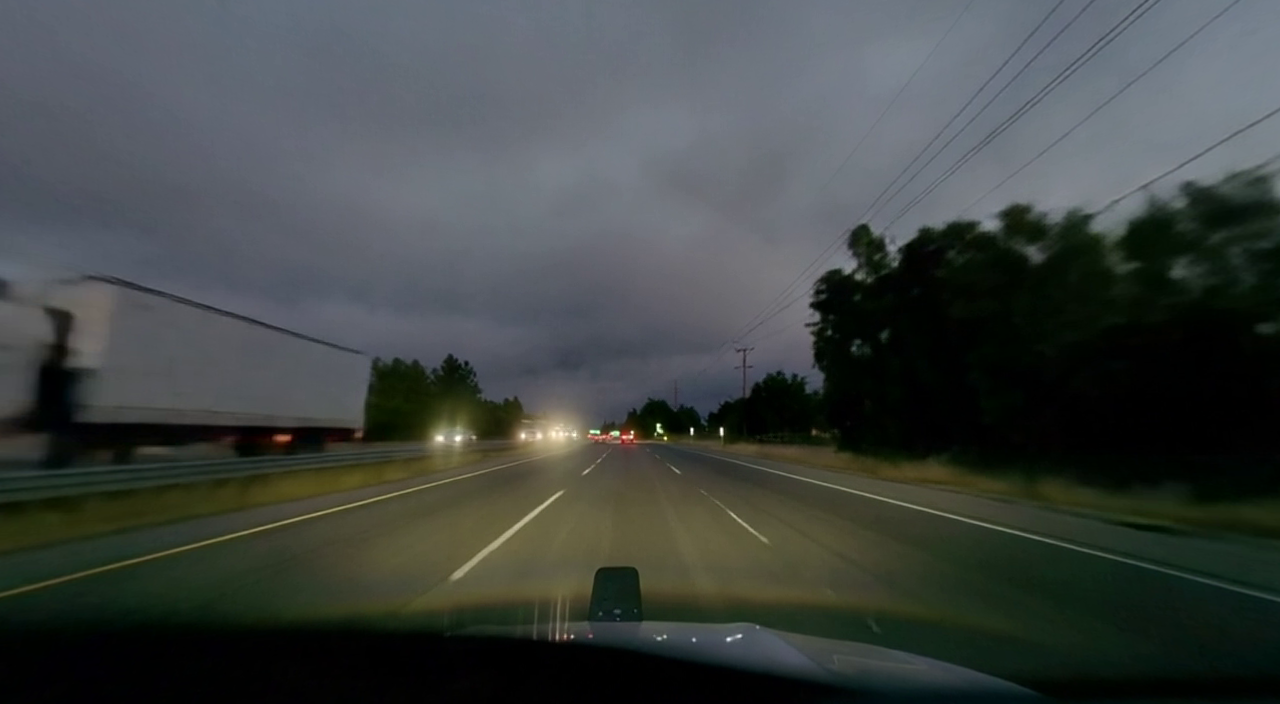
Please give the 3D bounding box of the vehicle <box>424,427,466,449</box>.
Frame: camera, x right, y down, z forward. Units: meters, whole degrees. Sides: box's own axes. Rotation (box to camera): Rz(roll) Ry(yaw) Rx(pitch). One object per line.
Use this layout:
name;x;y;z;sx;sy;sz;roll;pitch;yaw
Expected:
vehicle;-13.717;6.052;44.366;1.838;1.491;3.446;0;-8;0

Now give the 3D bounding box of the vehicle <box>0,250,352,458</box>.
vehicle;-12.525;0.887;17.543;2.885;3.633;13.483;0;-8;-1
